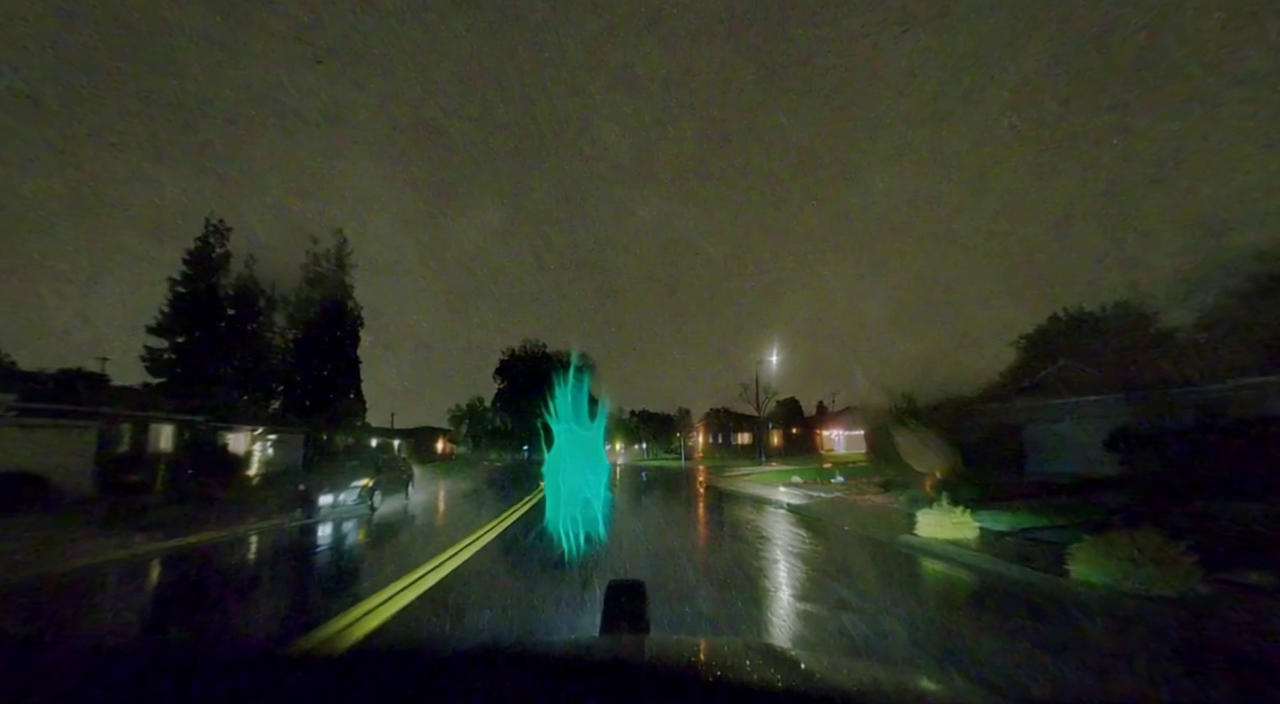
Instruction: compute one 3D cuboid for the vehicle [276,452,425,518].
[{"bbox_3d":[-7.701,3.546,17.488,2.069,1.487,5.470,0,-9,-6],"label":"vehicle"}]
